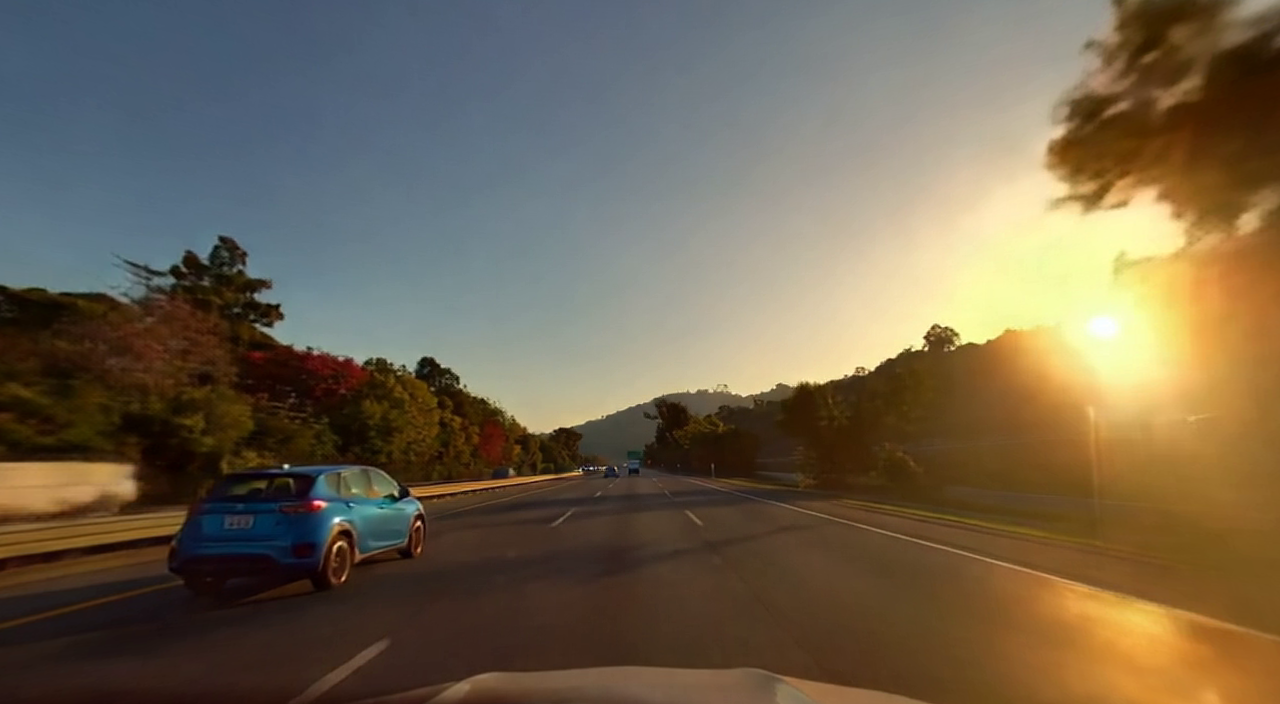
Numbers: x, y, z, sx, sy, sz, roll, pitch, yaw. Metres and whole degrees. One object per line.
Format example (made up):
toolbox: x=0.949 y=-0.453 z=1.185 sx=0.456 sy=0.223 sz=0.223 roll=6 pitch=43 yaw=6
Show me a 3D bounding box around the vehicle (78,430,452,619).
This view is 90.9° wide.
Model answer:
vehicle: x=-3.752 y=1.815 z=7.368 sx=1.797 sy=1.532 sz=4.072 roll=1 pitch=-10 yaw=0
